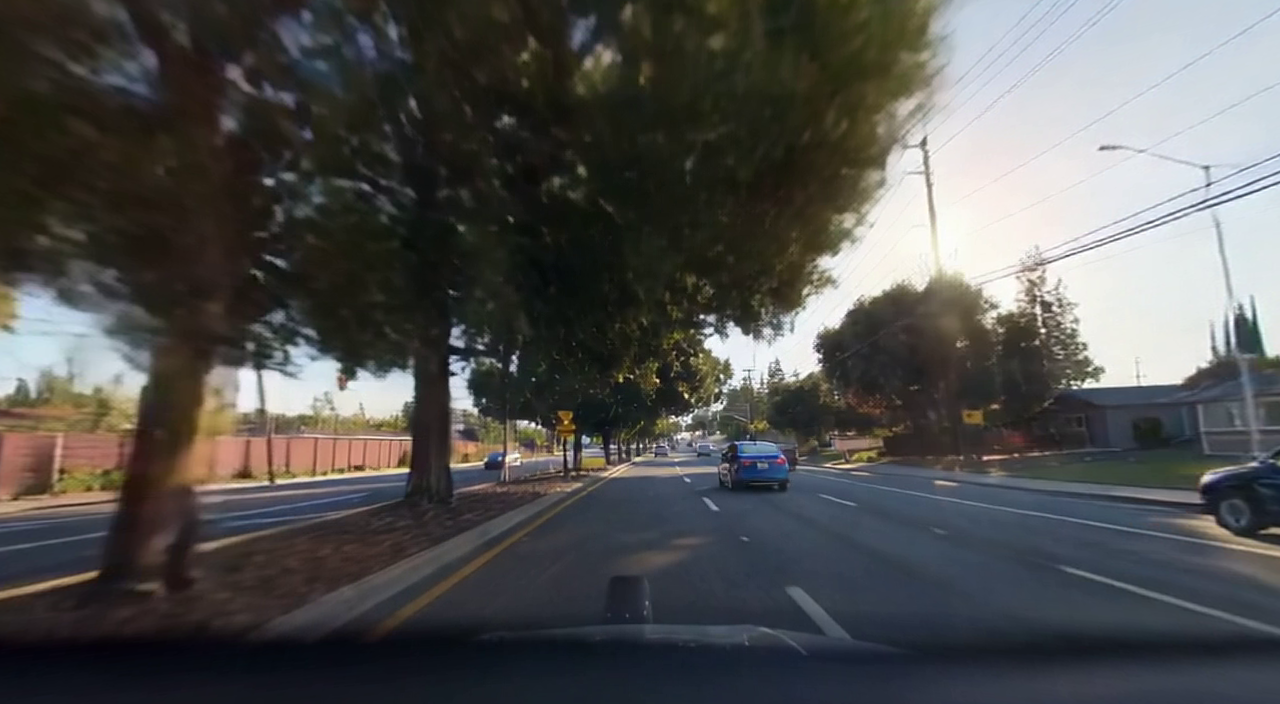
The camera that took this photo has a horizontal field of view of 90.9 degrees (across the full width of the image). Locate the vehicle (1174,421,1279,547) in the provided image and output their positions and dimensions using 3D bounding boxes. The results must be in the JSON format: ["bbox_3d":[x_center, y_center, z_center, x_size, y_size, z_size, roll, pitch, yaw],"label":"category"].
[{"bbox_3d":[9.751,1.725,8.040,1.978,1.700,4.461,0,-8,1],"label":"vehicle"}]

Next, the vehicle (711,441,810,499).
[{"bbox_3d":[3.358,3.364,18.400,2.063,1.481,4.247,0,-8,0],"label":"vehicle"}]
